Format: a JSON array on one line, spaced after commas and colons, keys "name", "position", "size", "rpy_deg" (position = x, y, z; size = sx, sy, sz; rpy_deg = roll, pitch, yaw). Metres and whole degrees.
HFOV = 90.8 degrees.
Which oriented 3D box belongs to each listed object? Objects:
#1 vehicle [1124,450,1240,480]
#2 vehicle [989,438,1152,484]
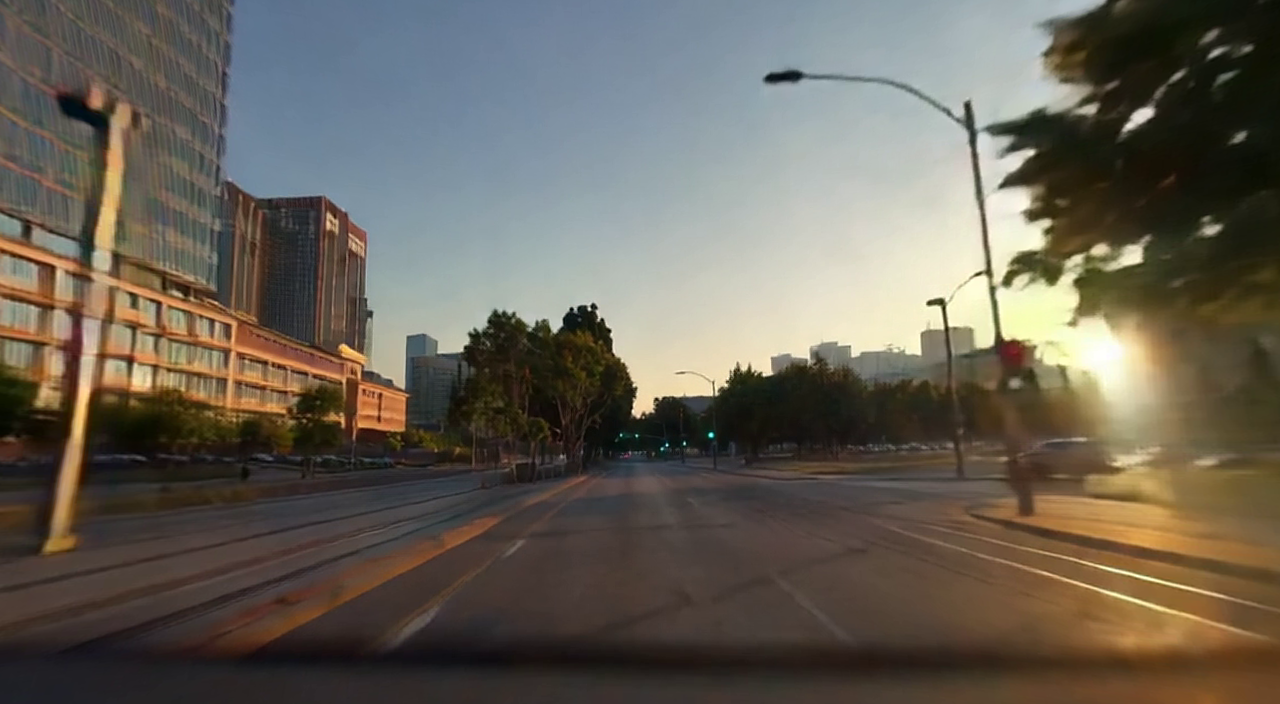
[{"name": "vehicle", "position": [28.256, 5.890, 33.001], "size": [4.468, 1.455, 2.006], "rpy_deg": [2, -10, -8]}, {"name": "vehicle", "position": [21.507, 5.431, 31.756], "size": [6.615, 1.967, 2.328], "rpy_deg": [-2, -8, -5]}]
